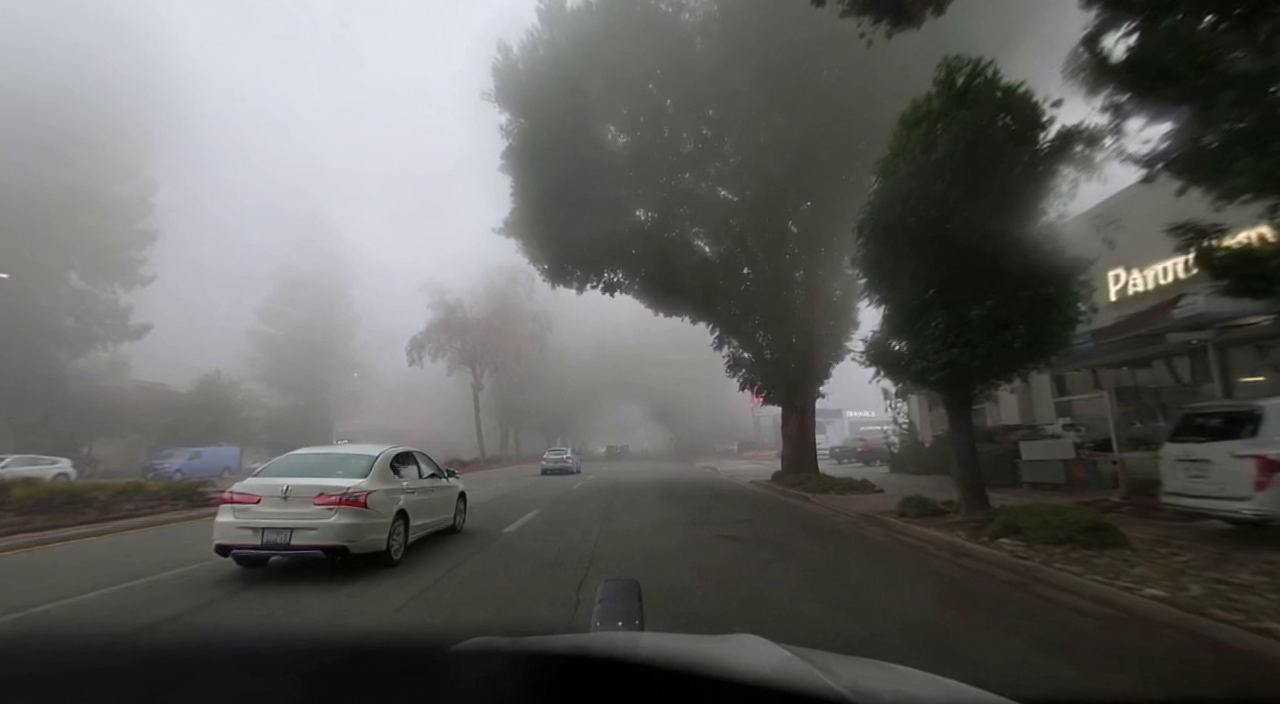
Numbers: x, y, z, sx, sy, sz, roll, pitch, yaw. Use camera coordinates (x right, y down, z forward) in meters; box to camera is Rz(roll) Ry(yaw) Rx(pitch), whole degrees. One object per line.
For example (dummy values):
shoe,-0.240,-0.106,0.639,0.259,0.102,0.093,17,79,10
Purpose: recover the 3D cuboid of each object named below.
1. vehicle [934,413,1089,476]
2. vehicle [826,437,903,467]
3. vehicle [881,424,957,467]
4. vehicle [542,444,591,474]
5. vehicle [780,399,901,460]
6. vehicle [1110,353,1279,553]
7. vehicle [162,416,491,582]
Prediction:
vehicle,12.664,3.254,22.070,2.222,1.922,5.164,0,-9,0
vehicle,12.250,5.403,34.262,2.090,1.501,4.732,-8,-12,43
vehicle,14.760,4.930,33.283,2.031,2.064,4.681,-9,-12,43
vehicle,-3.753,5.534,32.937,1.955,1.461,4.396,0,-9,1
vehicle,15.499,6.093,49.352,8.300,4.310,2.832,-2,-9,1
vehicle,9.783,1.212,7.849,5.990,2.130,2.180,0,-9,1
vehicle,-3.720,1.836,8.725,2.126,1.655,4.560,0,-9,1
